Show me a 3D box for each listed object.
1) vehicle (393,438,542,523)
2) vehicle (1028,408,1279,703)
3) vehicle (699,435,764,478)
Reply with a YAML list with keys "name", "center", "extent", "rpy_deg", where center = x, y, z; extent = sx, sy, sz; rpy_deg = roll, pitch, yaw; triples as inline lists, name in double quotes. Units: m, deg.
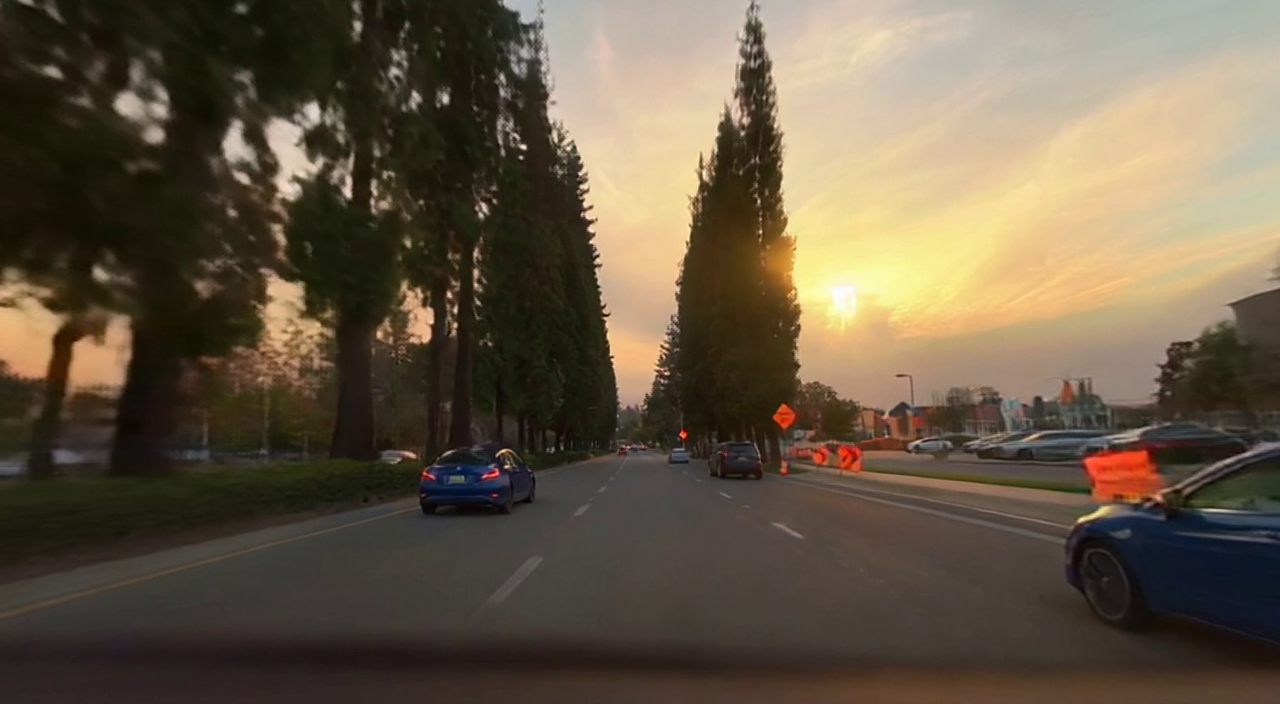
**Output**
- name: "vehicle"
  center: [-3.373, 2.586, 13.291]
  extent: [2.020, 1.474, 4.098]
  rpy_deg: [0, -9, -1]
- name: "vehicle"
  center: [4.099, 1.039, 3.193]
  extent: [1.827, 1.491, 3.743]
  rpy_deg: [0, -9, -1]
- name: "vehicle"
  center: [4.116, 4.802, 29.191]
  extent: [2.159, 1.793, 4.735]
  rpy_deg: [0, -9, -1]
